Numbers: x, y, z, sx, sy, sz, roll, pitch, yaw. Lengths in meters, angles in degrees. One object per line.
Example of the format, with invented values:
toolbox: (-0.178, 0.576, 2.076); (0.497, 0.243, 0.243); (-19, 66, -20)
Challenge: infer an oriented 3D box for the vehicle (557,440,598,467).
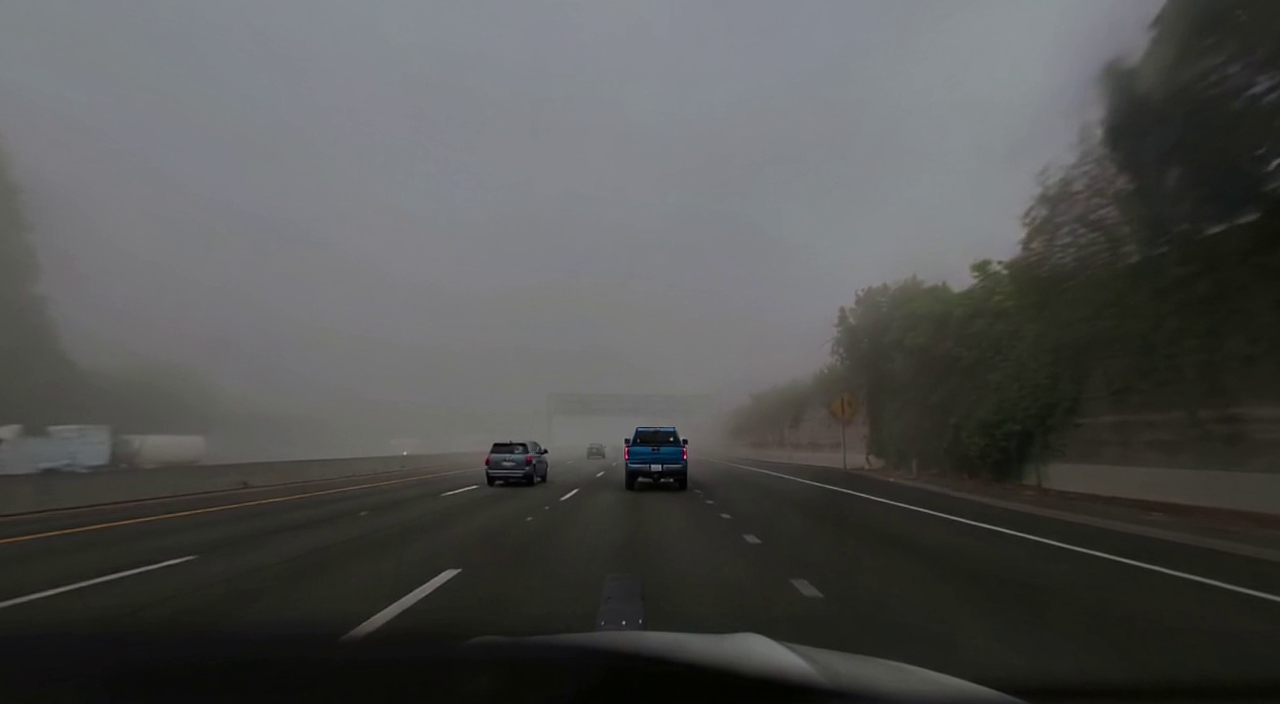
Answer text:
vehicle: (-3.836, 6.389, 39.718); (2.061, 1.584, 4.290); (0, -9, 1)

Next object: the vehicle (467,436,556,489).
vehicle: (-4.225, 3.715, 21.562); (1.961, 1.591, 4.756); (0, -9, 1)

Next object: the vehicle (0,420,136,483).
vehicle: (-32.962, 5.659, 36.052); (2.876, 3.255, 6.192); (0, -9, 2)

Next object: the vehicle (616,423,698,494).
vehicle: (0.445, 3.071, 18.457); (2.083, 1.792, 4.782); (0, -9, 1)

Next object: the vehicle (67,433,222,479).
vehicle: (-32.827, 6.925, 42.500); (2.712, 2.693, 9.373); (0, -9, 1)
